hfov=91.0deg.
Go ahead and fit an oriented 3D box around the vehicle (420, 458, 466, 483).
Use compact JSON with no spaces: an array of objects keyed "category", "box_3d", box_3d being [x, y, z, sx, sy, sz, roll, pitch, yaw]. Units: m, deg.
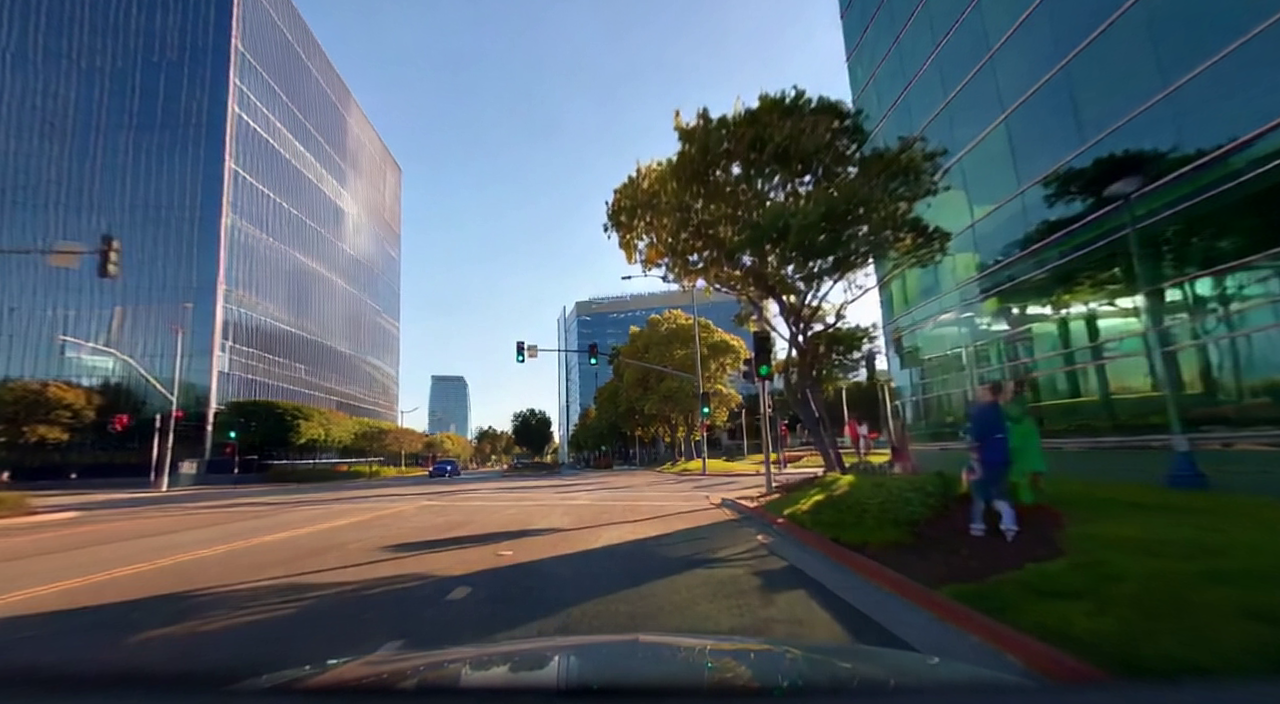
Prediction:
[{"category":"vehicle","box_3d":[-12.905,7.792,41.512,1.906,1.502,4.396,1,-9,-5]}]
